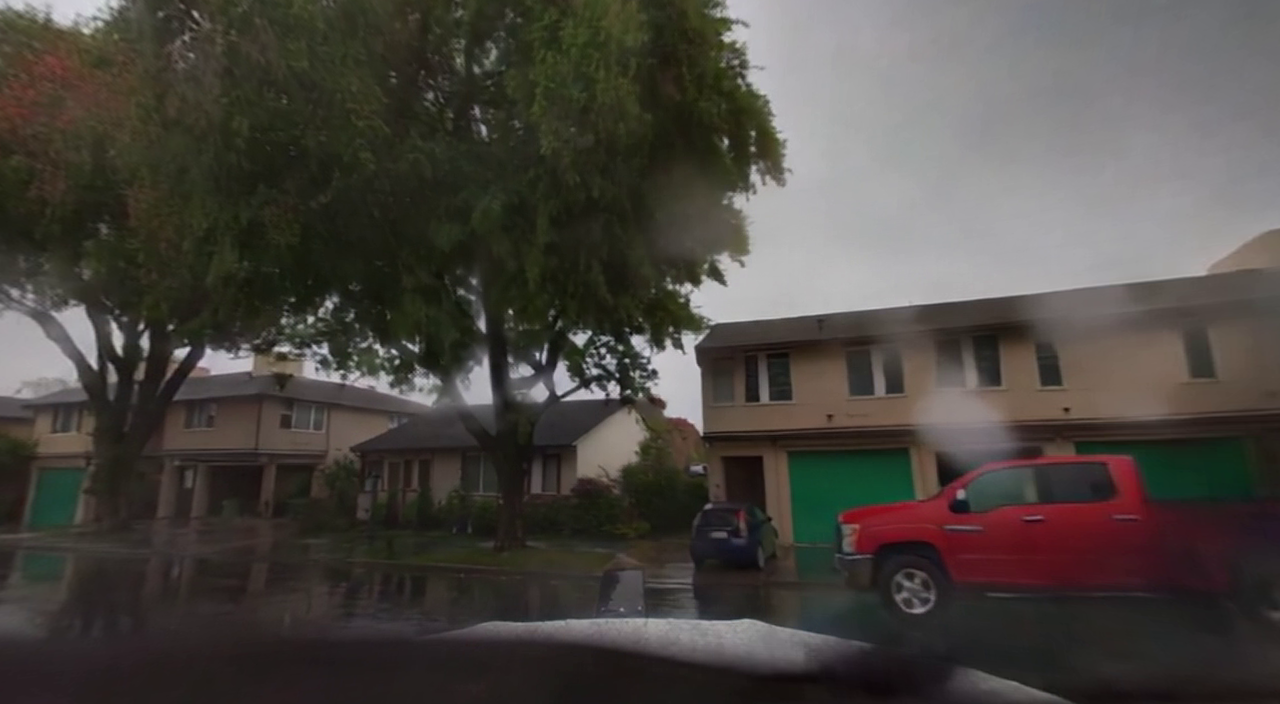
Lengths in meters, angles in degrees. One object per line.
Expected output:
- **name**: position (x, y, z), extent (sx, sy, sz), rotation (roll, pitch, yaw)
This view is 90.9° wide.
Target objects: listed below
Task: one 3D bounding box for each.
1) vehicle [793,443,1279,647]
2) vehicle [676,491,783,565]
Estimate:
- **vehicle**: position (4.844, 2.057, 7.400), extent (5.600, 1.835, 2.161), rotation (-4, -11, 20)
- **vehicle**: position (2.522, 4.632, 16.940), extent (1.869, 1.460, 3.826), rotation (-8, -11, 21)
